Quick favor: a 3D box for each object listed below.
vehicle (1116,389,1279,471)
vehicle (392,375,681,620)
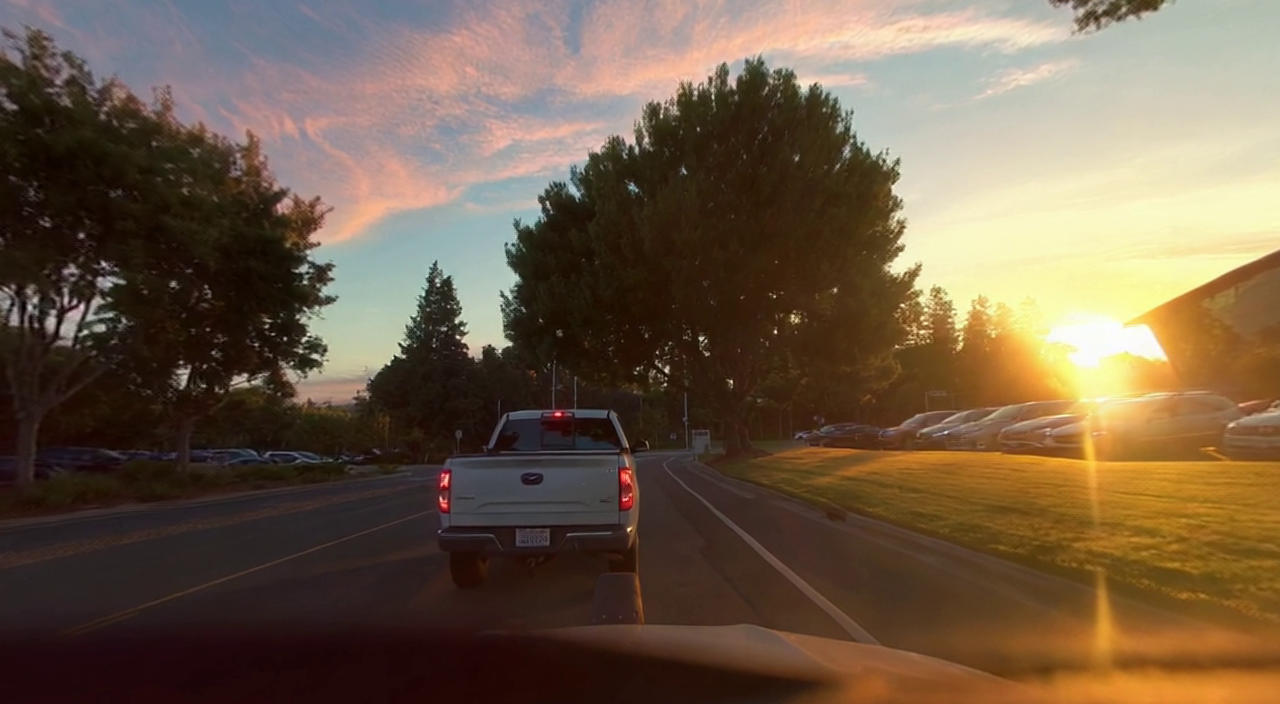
[{"bbox_3d":[11.873,1.447,11.798,4.298,1.392,1.944,-1,-8,2],"label":"vehicle"},{"bbox_3d":[-0.692,1.447,7.305,2.157,1.816,5.039,0,-8,2],"label":"vehicle"}]
